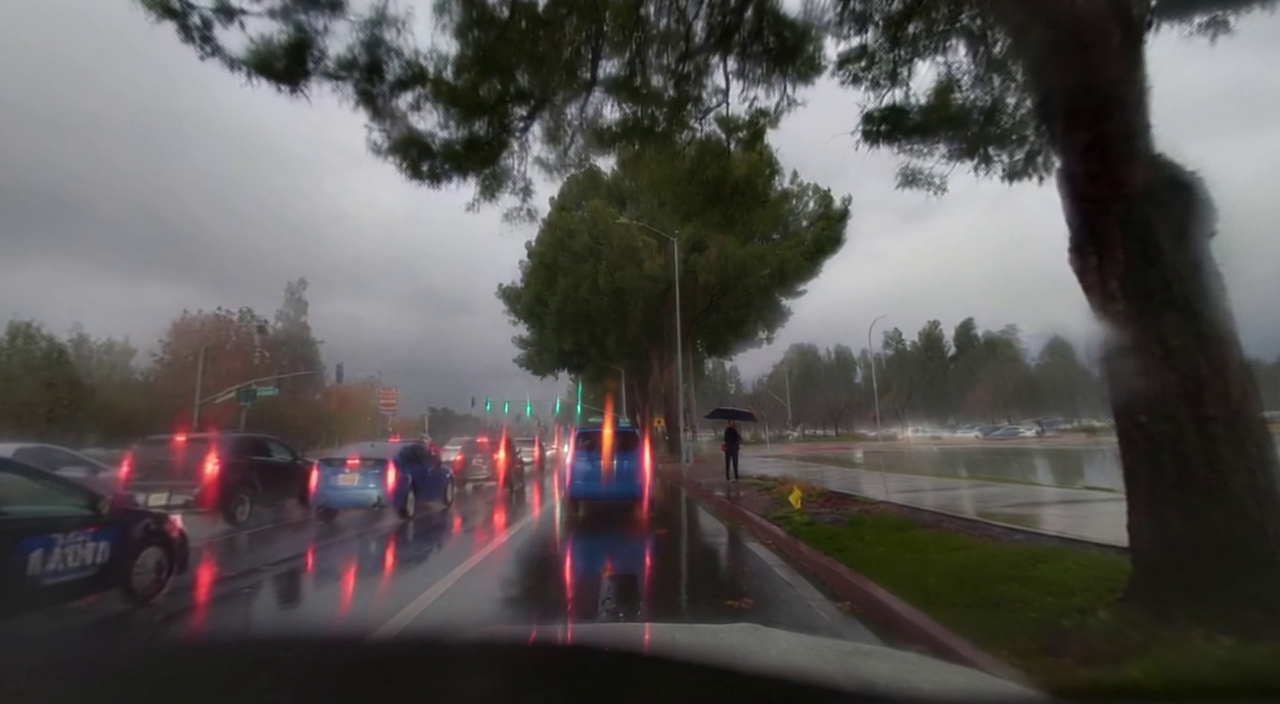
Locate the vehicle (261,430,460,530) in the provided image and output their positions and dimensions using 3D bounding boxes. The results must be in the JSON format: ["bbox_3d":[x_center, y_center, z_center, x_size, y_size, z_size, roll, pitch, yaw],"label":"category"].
[{"bbox_3d":[-5.399,2.519,13.034,2.010,1.674,4.484,0,-9,1],"label":"vehicle"}]

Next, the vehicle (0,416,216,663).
[{"bbox_3d":[-5.267,1.243,4.166,2.069,1.616,4.108,0,-9,0],"label":"vehicle"}]

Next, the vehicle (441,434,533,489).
[{"bbox_3d":[-5.408,3.930,23.027,2.188,1.774,4.477,0,-9,1],"label":"vehicle"}]

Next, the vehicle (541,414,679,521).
[{"bbox_3d":[-0.568,2.312,13.097,2.368,1.829,4.293,0,-9,-2],"label":"vehicle"}]
